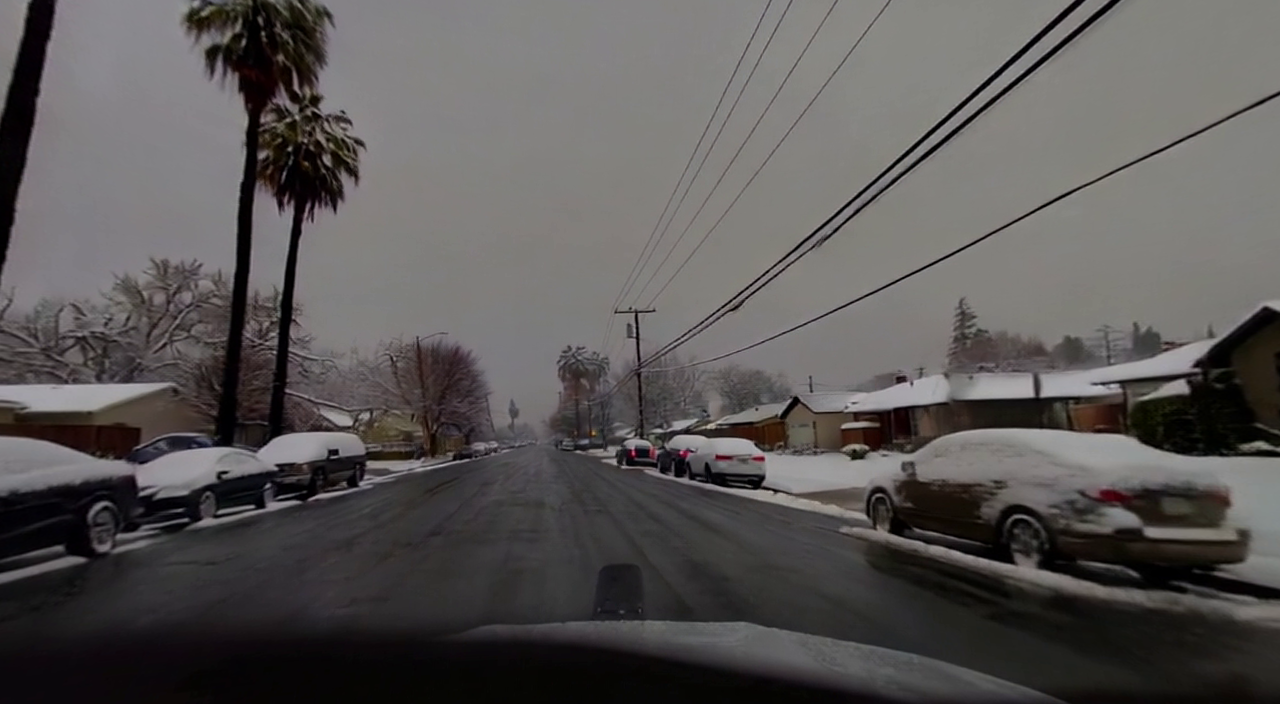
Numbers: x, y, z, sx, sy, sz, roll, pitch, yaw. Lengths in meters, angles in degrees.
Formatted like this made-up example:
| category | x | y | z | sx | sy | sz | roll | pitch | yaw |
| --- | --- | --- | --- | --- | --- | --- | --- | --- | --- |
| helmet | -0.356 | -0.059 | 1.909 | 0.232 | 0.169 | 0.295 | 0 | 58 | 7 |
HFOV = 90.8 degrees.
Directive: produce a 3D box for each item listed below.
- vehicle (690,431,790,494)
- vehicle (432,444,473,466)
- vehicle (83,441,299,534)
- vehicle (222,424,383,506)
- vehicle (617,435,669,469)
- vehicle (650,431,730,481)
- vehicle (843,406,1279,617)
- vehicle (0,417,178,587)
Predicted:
| category | x | y | z | sx | sy | sz | roll | pitch | yaw |
| --- | --- | --- | --- | --- | --- | --- | --- | --- | --- |
| vehicle | 2.900 | 3.323 | 19.337 | 1.894 | 1.675 | 4.294 | 1 | -8 | -7 |
| vehicle | -13.264 | 7.289 | 44.908 | 2.013 | 1.483 | 4.645 | 1 | -8 | -7 |
| vehicle | -8.473 | 2.515 | 12.472 | 1.801 | 1.477 | 4.239 | 1 | -9 | -11 |
| vehicle | -9.314 | 3.142 | 18.166 | 2.300 | 1.943 | 5.744 | 1 | -9 | -10 |
| vehicle | 0.077 | 5.696 | 36.161 | 2.115 | 1.826 | 4.871 | 1 | -9 | -10 |
| vehicle | 1.849 | 4.086 | 25.039 | 1.922 | 1.761 | 4.633 | 2 | -9 | -12 |
| vehicle | 4.399 | 1.585 | 7.333 | 1.943 | 1.623 | 4.471 | 1 | -9 | -10 |
| vehicle | -7.505 | 1.649 | 7.126 | 1.919 | 1.678 | 4.385 | -2 | -7 | -10 |
